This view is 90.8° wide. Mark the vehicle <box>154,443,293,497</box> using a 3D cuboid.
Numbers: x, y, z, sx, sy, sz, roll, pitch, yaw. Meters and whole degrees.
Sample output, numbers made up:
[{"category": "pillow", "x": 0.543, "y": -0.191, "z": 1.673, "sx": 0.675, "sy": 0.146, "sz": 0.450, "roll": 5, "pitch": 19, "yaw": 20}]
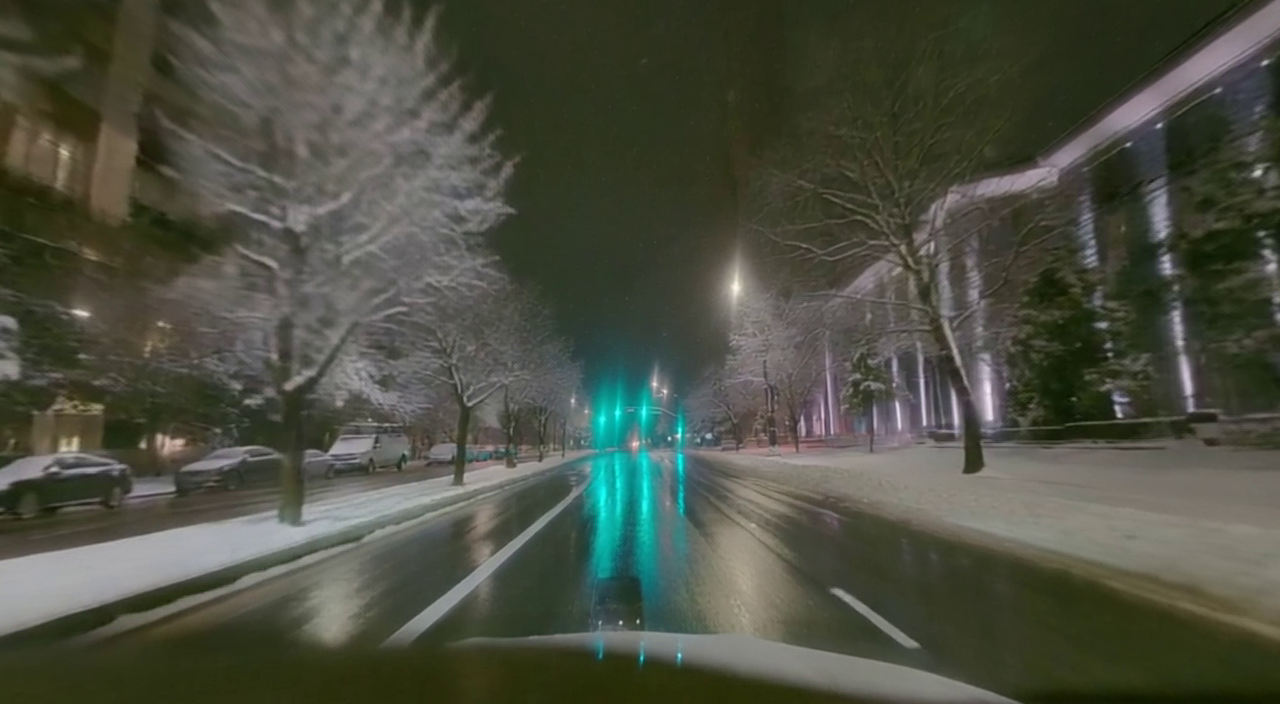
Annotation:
[{"category": "vehicle", "x": -15.398, "y": 4.351, "z": 23.806, "sx": 1.989, "sy": 1.747, "sz": 5.019, "roll": -1, "pitch": -8, "yaw": -2}]

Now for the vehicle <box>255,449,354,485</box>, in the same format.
[{"category": "vehicle", "x": -15.470, "y": 5.287, "z": 29.511, "sx": 1.929, "sy": 1.471, "sz": 4.919, "roll": 0, "pitch": -8, "yaw": 0}]

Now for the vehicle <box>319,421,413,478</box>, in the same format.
[{"category": "vehicle", "x": -15.407, "y": 5.562, "z": 36.101, "sx": 2.335, "sy": 2.896, "sz": 6.785, "roll": -1, "pitch": -9, "yaw": 0}]

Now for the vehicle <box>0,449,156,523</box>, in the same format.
[{"category": "vehicle", "x": -15.442, "y": 3.372, "z": 16.490, "sx": 1.892, "sy": 1.624, "sz": 4.645, "roll": 0, "pitch": -8, "yaw": 0}]
